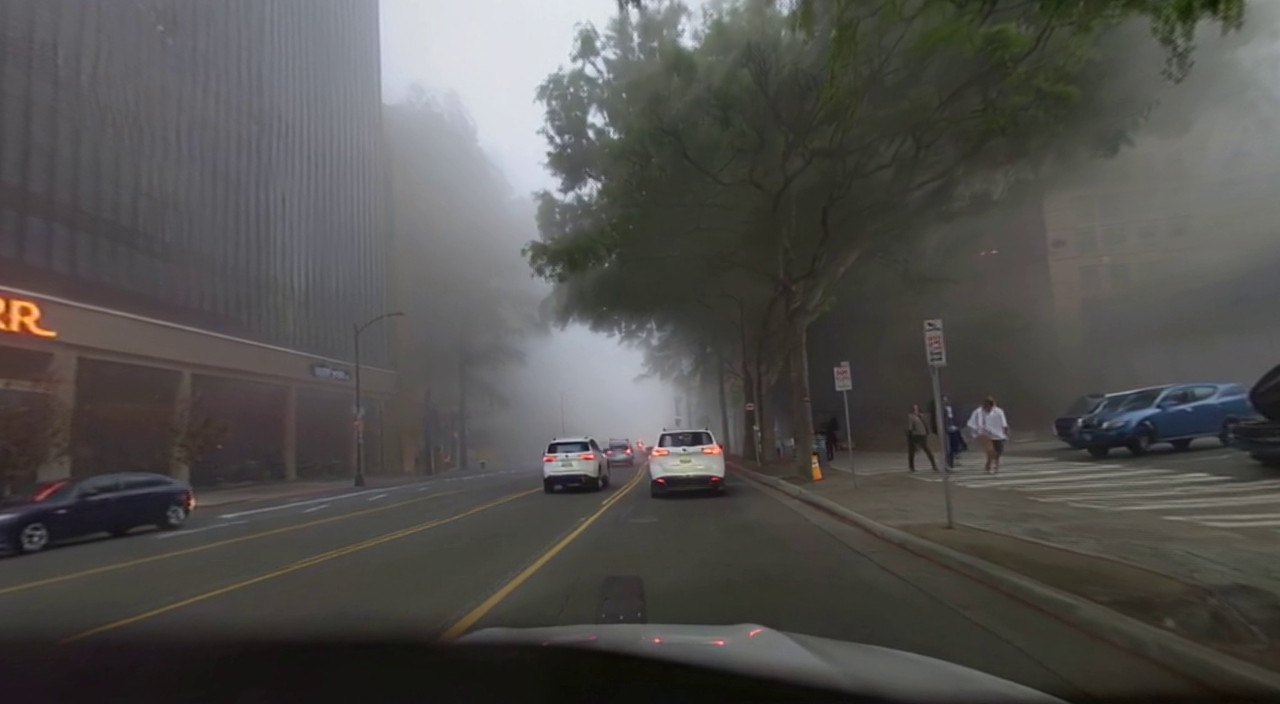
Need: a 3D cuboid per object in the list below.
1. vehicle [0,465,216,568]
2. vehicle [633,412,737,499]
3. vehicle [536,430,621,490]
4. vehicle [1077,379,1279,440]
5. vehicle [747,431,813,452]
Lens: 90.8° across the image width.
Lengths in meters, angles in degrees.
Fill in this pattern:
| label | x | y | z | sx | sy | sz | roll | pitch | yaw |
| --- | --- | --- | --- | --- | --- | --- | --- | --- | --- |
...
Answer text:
| label | x | y | z | sx | sy | sz | roll | pitch | yaw |
| --- | --- | --- | --- | --- | --- | --- | --- | --- | --- |
| vehicle | -11.382 | 3.074 | 12.413 | 2.103 | 1.514 | 5.374 | -1 | -8 | 4 |
| vehicle | 1.138 | 2.710 | 16.803 | 2.352 | 1.953 | 4.796 | -1 | -8 | 3 |
| vehicle | -1.851 | 3.448 | 20.484 | 2.023 | 1.702 | 4.152 | -1 | -8 | 5 |
| vehicle | 13.705 | 1.473 | 15.793 | 4.189 | 1.395 | 1.725 | -1 | -8 | 3 |
| vehicle | 10.334 | 6.617 | 46.775 | 4.426 | 1.490 | 1.862 | -1 | -8 | 2 |
